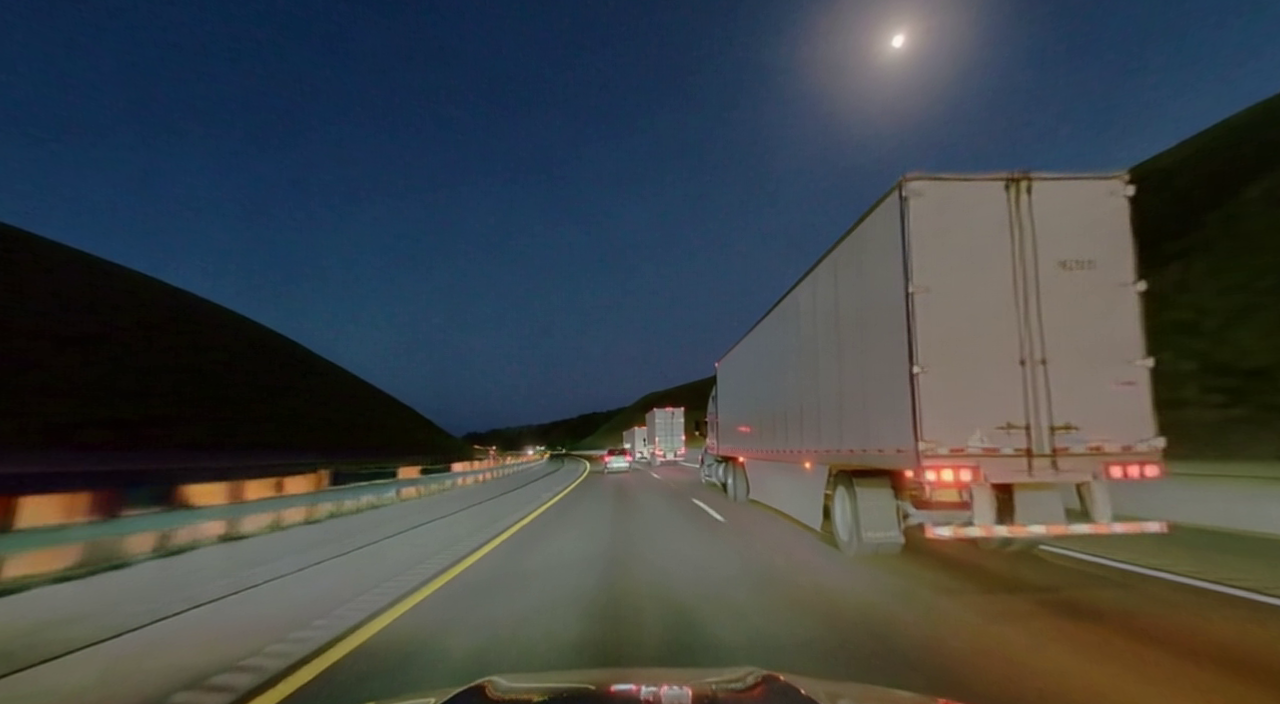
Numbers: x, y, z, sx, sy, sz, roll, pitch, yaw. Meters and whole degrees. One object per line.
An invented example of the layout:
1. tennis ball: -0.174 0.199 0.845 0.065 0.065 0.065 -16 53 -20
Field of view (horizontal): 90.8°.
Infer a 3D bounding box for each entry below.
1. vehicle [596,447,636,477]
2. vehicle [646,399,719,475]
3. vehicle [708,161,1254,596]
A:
1. vehicle: -1.292 5.803 33.442 2.029 1.437 3.794 0 -9 -3
2. vehicle: 2.329 5.628 40.791 2.826 4.050 13.845 1 -9 -4
3. vehicle: 3.875 1.277 13.160 2.911 4.099 14.578 0 -9 -2
